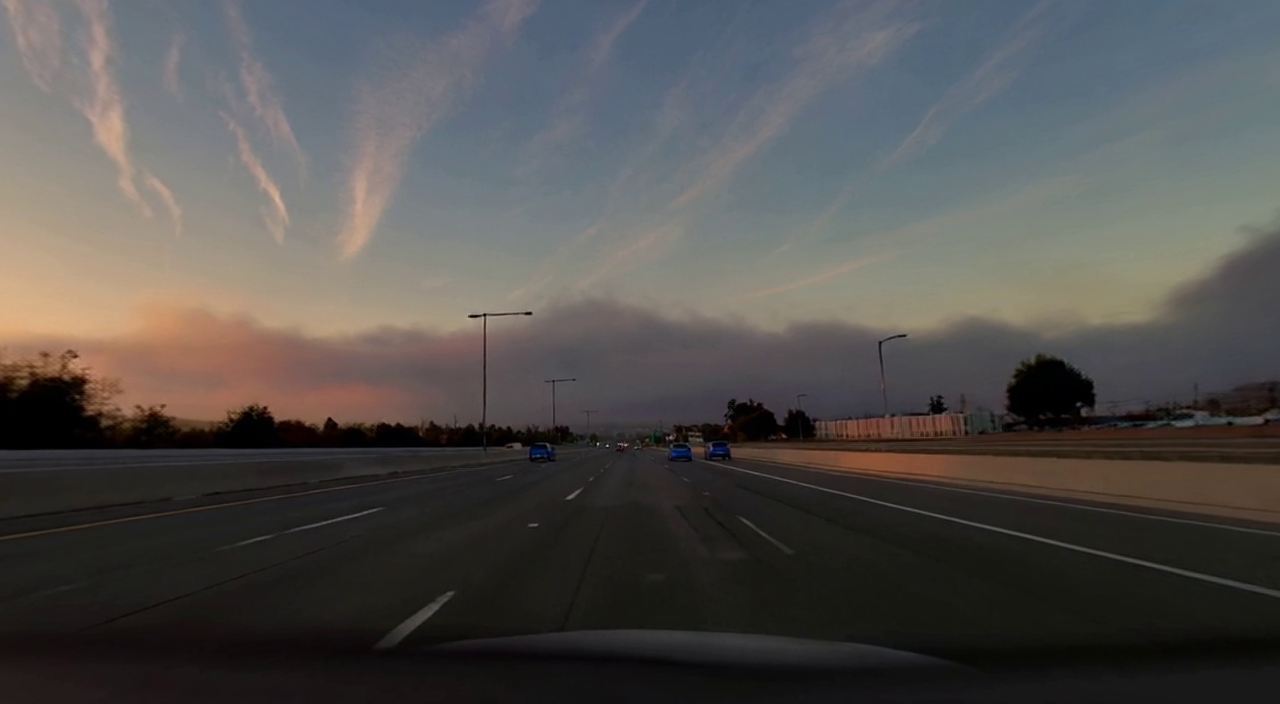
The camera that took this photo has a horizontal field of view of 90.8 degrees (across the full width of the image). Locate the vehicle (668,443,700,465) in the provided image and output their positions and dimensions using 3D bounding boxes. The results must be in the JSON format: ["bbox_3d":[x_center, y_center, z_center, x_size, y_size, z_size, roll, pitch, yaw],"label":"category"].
[{"bbox_3d":[3.133,7.375,45.928,2.000,1.533,3.770,0,-8,-1],"label":"vehicle"}]
